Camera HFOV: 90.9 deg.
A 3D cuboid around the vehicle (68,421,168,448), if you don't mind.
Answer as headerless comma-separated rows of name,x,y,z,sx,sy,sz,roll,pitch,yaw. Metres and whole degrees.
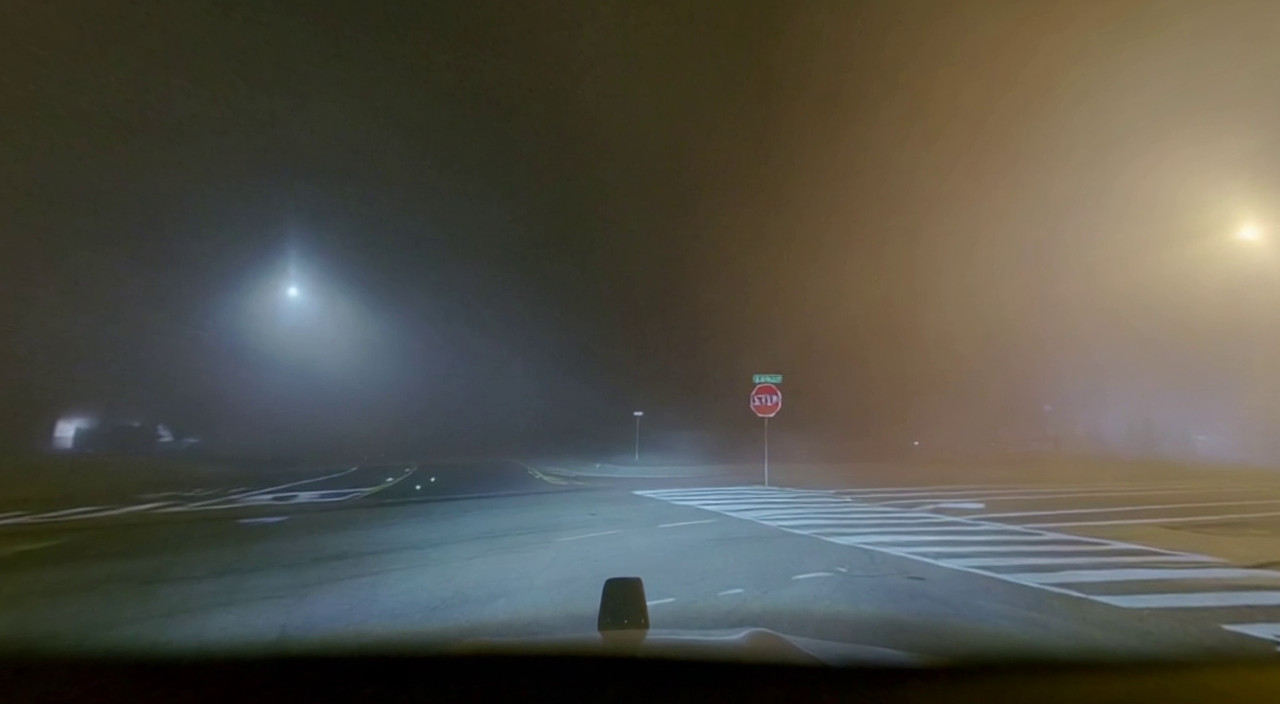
vehicle,-40.971,6.556,49.672,2.220,2.051,5.476,-4,-9,27
